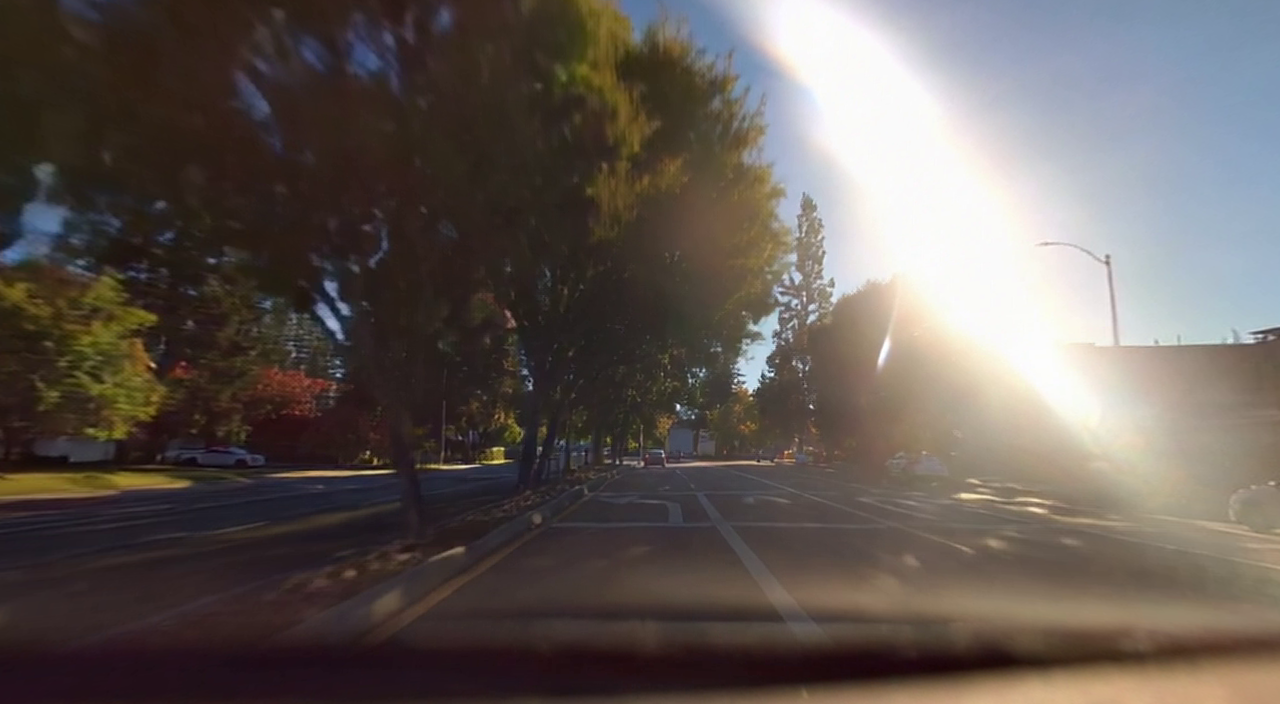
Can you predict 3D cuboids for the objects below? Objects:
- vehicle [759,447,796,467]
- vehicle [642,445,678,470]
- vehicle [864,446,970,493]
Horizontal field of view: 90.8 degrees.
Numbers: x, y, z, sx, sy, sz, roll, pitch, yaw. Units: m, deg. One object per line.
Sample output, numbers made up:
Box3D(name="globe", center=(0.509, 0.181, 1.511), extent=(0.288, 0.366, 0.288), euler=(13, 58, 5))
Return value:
Box3D(name="vehicle", center=(10.542, 8.049, 48.743), extent=(1.888, 1.472, 4.350), euler=(0, -8, 0))
Box3D(name="vehicle", center=(1.206, 6.498, 39.187), extent=(2.077, 1.477, 3.897), euler=(0, -8, 1))
Box3D(name="vehicle", center=(9.634, 4.089, 22.373), extent=(2.020, 1.472, 3.958), euler=(0, -8, 1))
